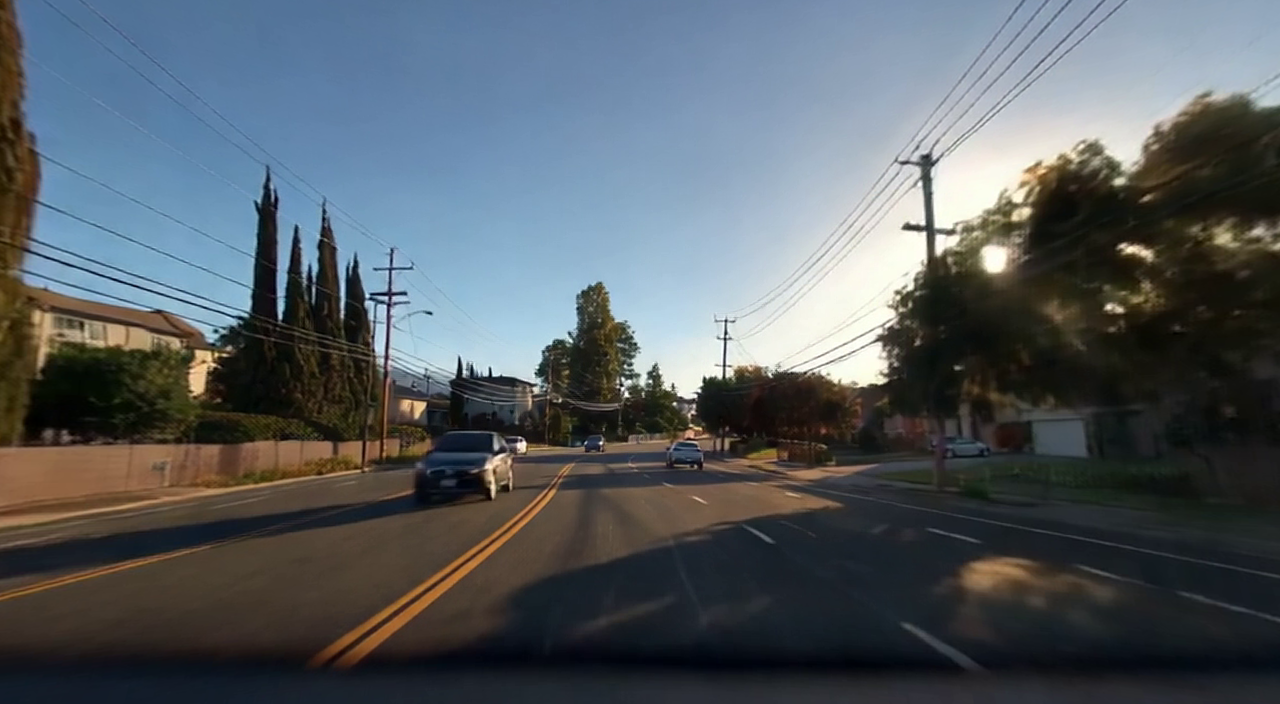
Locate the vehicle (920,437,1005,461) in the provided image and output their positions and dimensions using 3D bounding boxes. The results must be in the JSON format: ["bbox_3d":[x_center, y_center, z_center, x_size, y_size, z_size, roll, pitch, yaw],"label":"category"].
[{"bbox_3d":[20.560,6.189,40.268,4.444,1.479,1.913,0,-7,-5],"label":"vehicle"}]

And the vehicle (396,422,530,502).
[{"bbox_3d":[-4.345,2.798,16.383,2.205,1.769,4.589,0,-9,-1],"label":"vehicle"}]

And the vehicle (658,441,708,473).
[{"bbox_3d":[2.079,5.241,31.703,1.982,1.451,4.152,0,-9,-4],"label":"vehicle"}]
